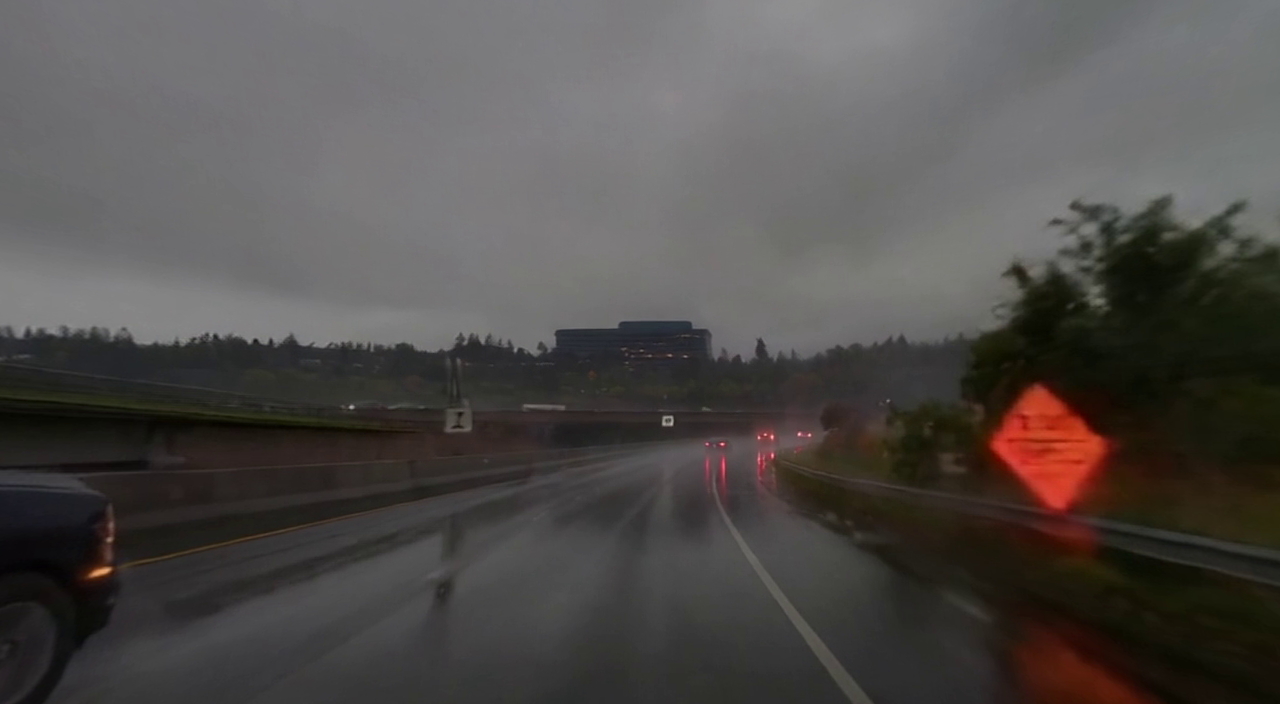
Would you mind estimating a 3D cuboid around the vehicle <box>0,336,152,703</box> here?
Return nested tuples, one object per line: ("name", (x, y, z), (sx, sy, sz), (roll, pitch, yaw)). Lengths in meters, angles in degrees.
("vehicle", (-3.452, 0.496, 0.564), (2.106, 1.640, 4.853), (0, -9, 0))
